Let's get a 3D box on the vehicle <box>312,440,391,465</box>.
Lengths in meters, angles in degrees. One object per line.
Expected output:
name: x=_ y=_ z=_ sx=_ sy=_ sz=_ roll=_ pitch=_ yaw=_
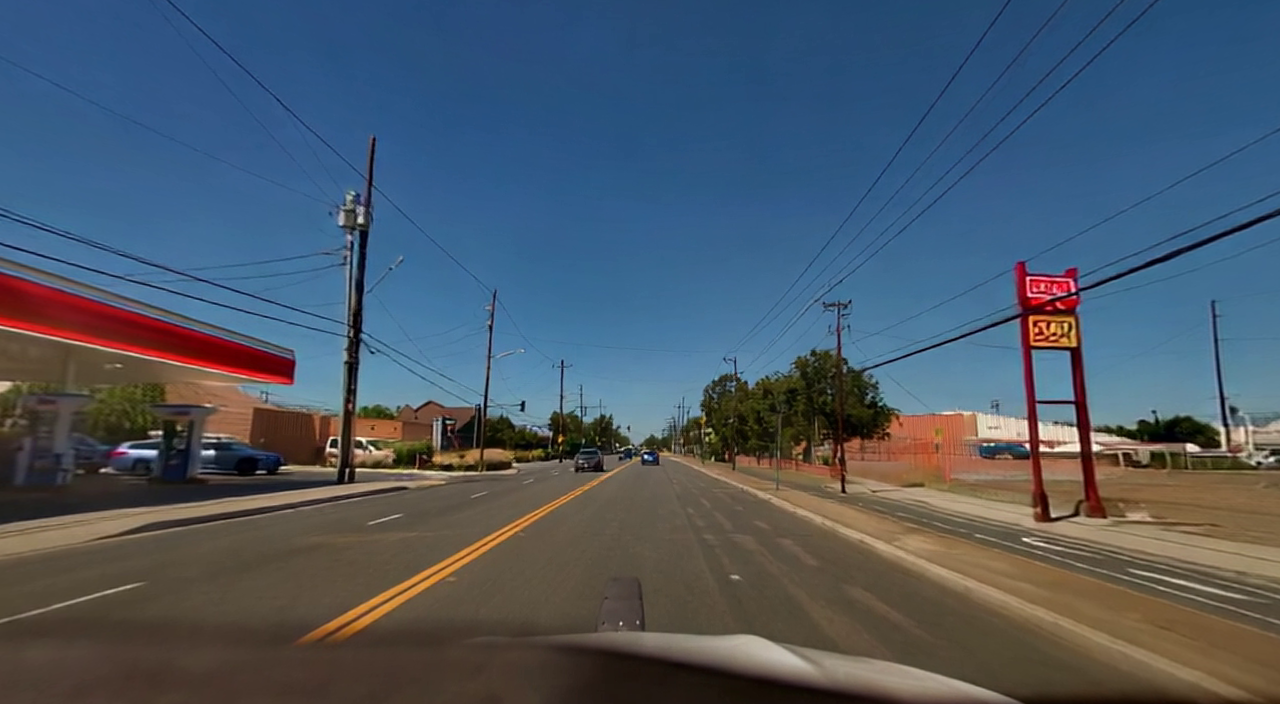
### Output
vehicle: x=-22.163 y=7.726 z=48.793 sx=2.094 sy=1.778 sz=5.276 roll=-5 pitch=-10 yaw=28

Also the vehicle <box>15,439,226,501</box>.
vehicle: x=-13.862 y=3.147 z=17.352 sx=1.947 sy=1.435 sz=4.606 roll=0 pitch=-9 yaw=-1
